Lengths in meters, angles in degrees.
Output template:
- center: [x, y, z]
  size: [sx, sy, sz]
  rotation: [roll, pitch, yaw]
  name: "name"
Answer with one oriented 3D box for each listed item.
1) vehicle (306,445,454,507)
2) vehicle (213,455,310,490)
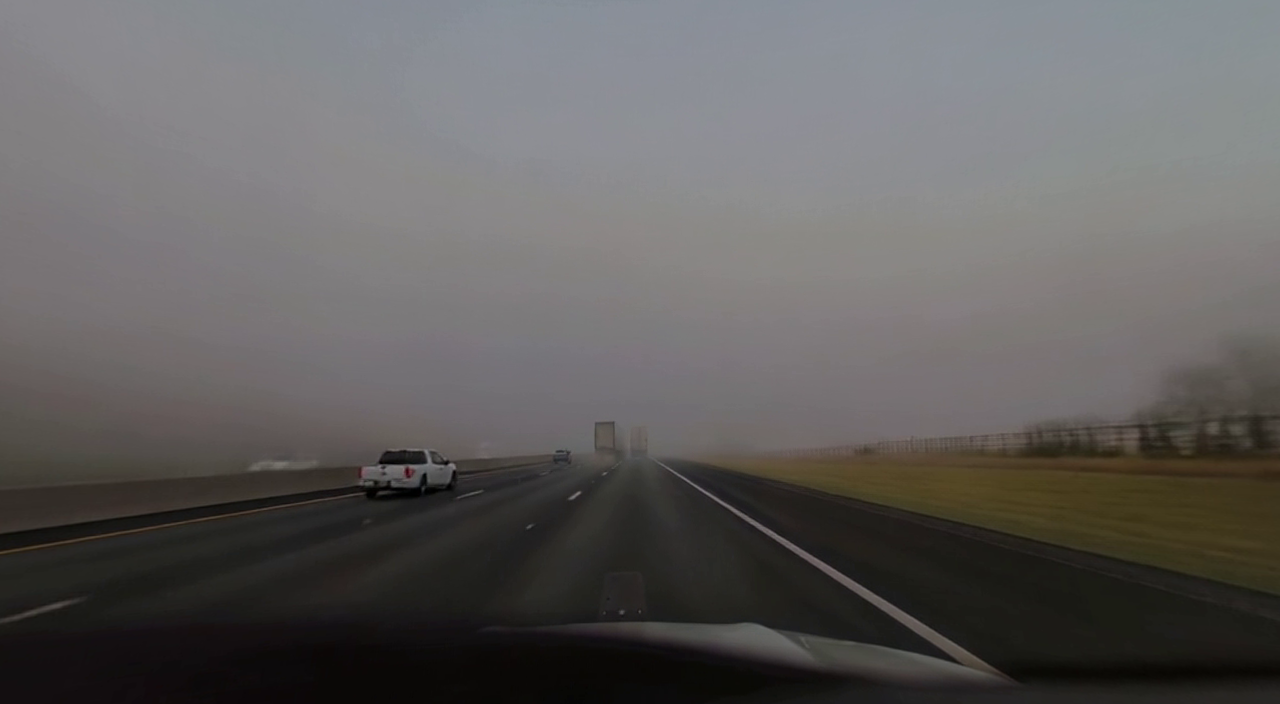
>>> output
- center: [-7.008, 3.377, 17.746]
  size: [2.036, 1.474, 5.011]
  rotation: [0, -9, 0]
  name: "vehicle"
- center: [-17.445, 5.553, 29.345]
  size: [1.830, 1.441, 4.274]
  rotation: [0, -9, 0]
  name: "vehicle"
